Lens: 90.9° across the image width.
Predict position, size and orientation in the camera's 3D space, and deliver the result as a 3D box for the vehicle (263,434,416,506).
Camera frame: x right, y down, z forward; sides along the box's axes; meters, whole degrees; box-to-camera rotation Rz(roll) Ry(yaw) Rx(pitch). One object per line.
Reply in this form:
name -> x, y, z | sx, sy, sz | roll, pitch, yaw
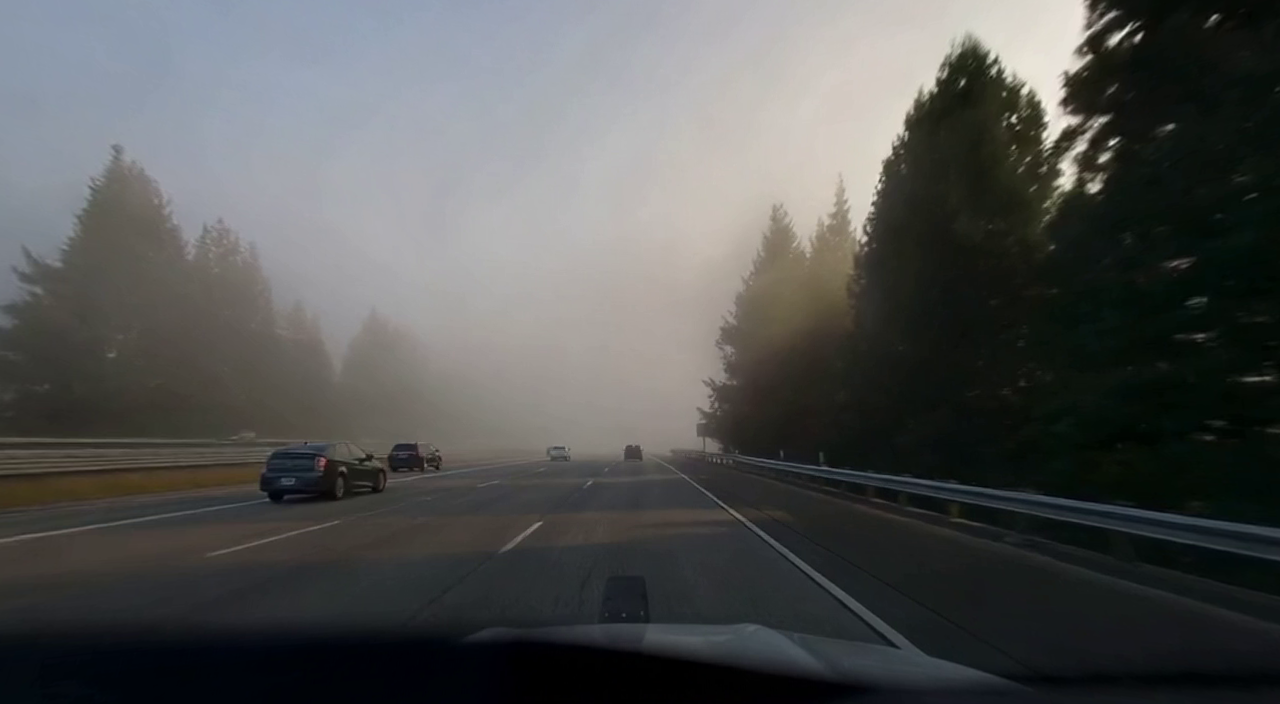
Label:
vehicle -> -7.446, 2.947, 16.147 | 1.972, 1.603, 3.891 | 0, -8, 0
